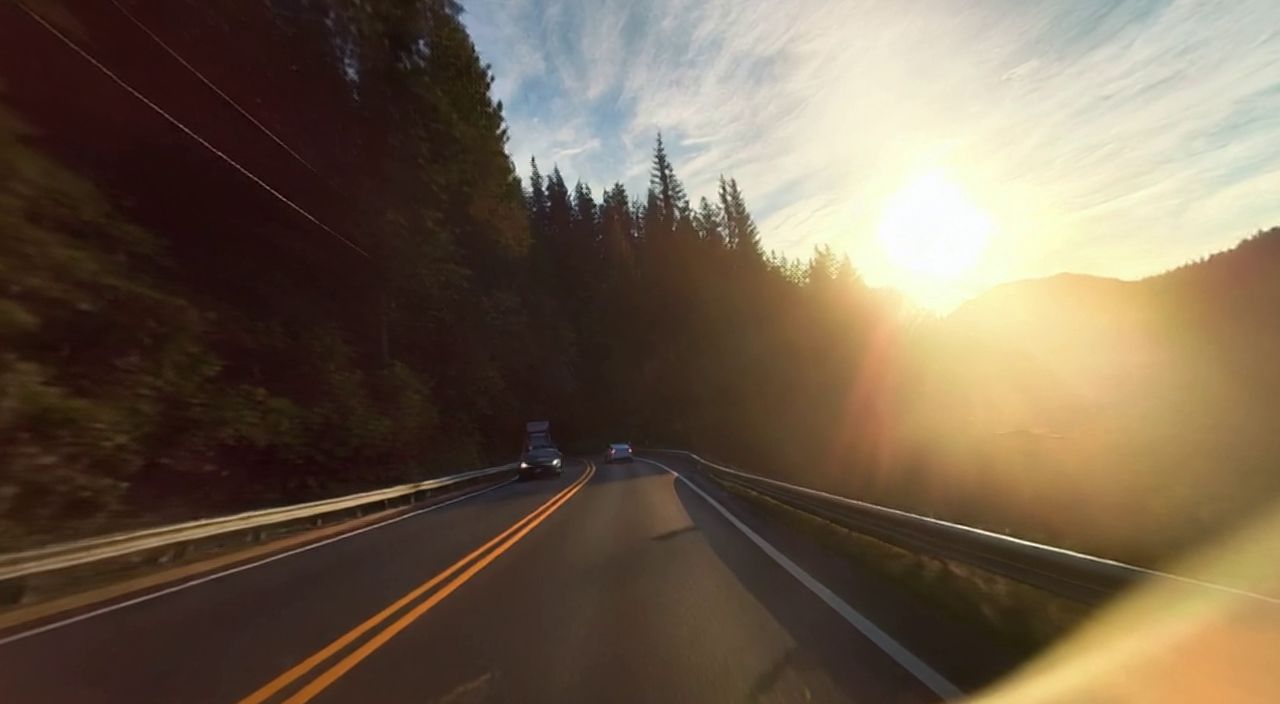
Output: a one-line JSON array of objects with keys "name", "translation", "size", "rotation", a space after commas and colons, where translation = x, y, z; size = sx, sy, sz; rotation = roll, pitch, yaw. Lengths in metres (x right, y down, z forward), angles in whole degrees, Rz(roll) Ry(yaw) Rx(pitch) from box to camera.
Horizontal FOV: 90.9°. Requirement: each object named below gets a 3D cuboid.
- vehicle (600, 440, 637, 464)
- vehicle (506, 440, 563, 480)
[{"name": "vehicle", "translation": [-1.525, 6.728, 42.552], "size": [2.120, 1.491, 4.349], "rotation": [1, -8, -7]}, {"name": "vehicle", "translation": [-5.290, 5.458, 32.240], "size": [2.319, 1.864, 4.569], "rotation": [0, -8, -3]}]
